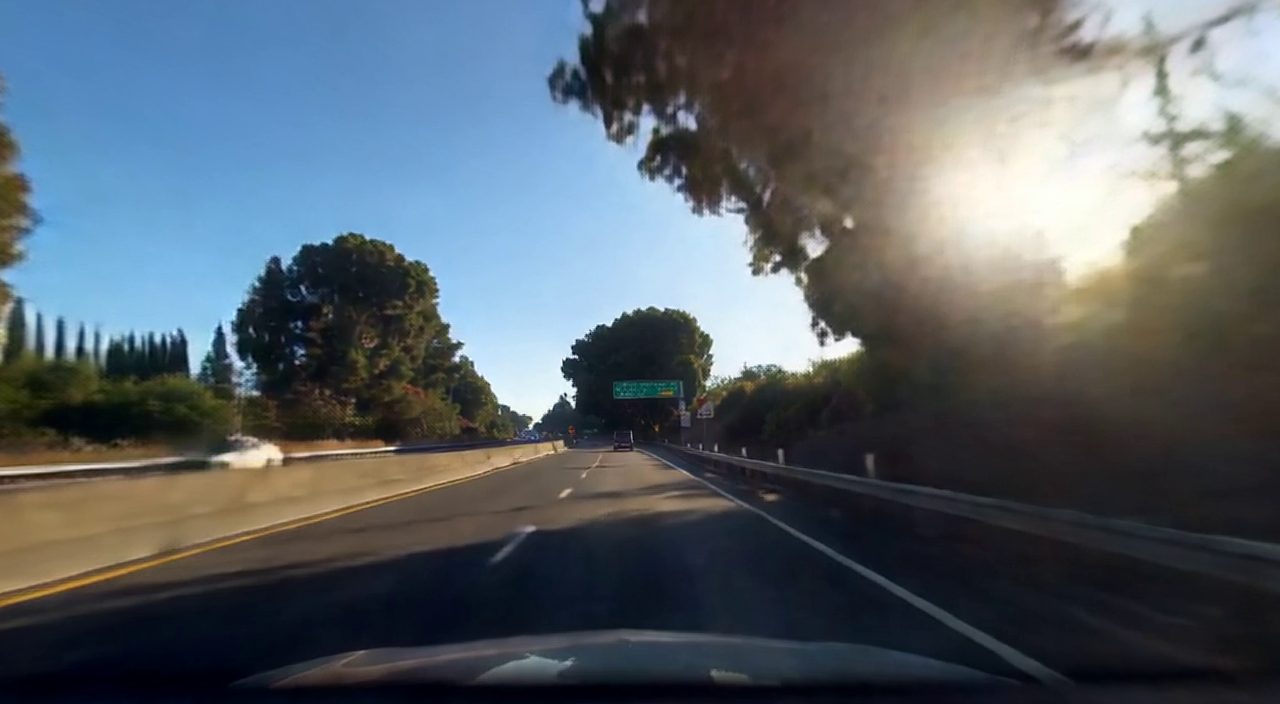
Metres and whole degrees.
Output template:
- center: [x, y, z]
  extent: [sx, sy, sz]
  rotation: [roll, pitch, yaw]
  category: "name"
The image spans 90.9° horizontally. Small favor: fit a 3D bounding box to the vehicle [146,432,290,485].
- center: [-12.681, 3.194, 19.257]
  extent: [1.853, 1.436, 3.706]
  rotation: [0, -8, -1]
  category: "vehicle"
